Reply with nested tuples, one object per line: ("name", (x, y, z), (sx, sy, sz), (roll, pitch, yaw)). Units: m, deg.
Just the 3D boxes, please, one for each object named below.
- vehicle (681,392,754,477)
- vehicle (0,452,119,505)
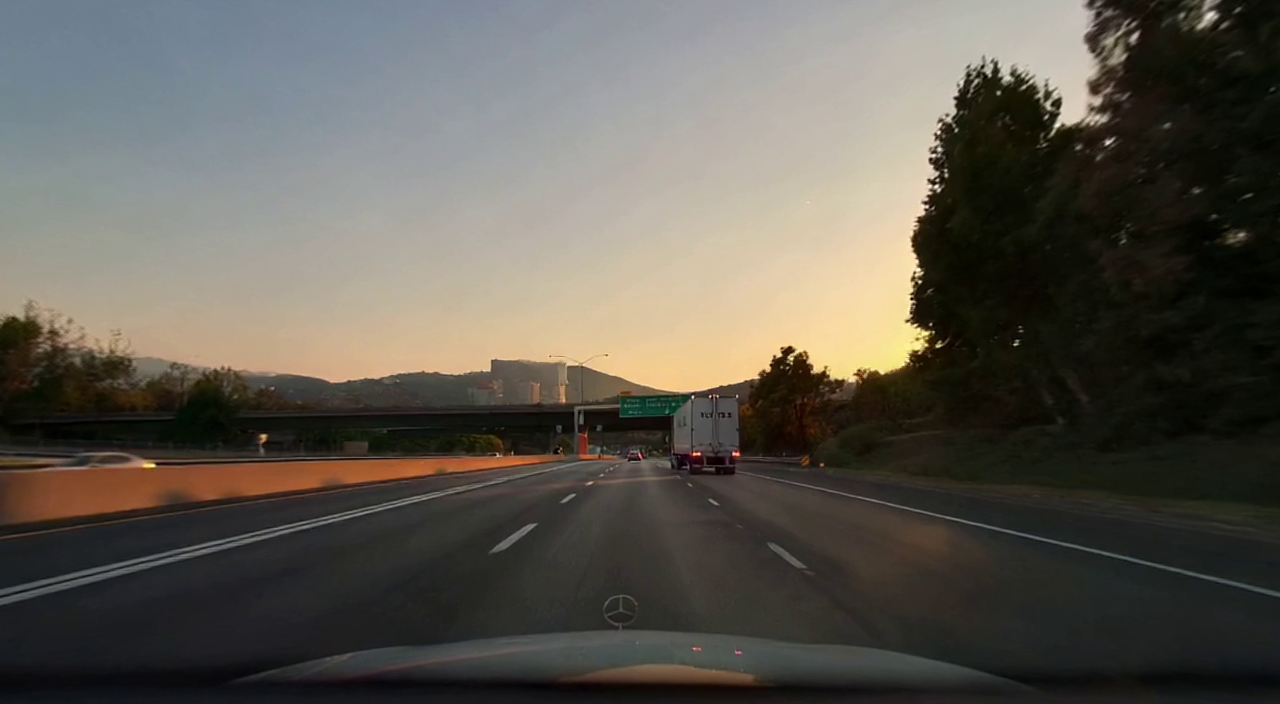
("vehicle", (3.959, 4.575, 34.154), (2.869, 4.013, 8.610), (0, -9, 0))
("vehicle", (-19.070, 3.876, 19.623), (1.807, 1.478, 4.323), (0, -9, -1))
